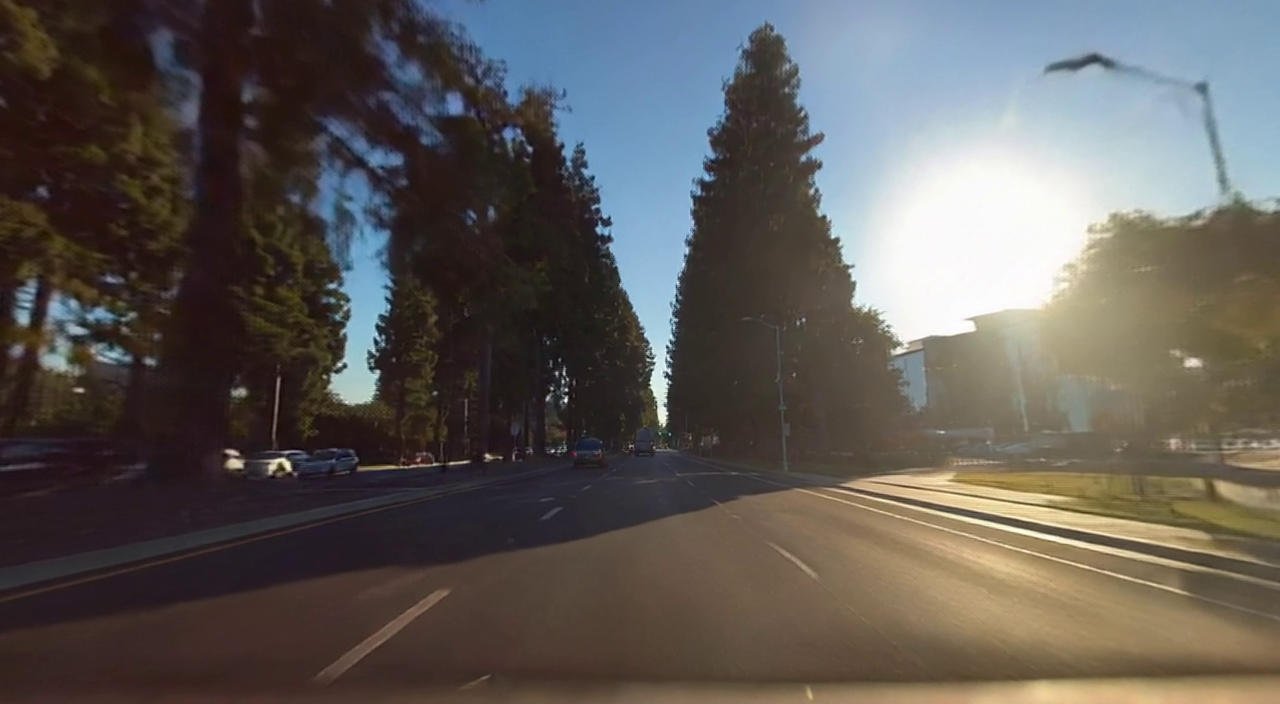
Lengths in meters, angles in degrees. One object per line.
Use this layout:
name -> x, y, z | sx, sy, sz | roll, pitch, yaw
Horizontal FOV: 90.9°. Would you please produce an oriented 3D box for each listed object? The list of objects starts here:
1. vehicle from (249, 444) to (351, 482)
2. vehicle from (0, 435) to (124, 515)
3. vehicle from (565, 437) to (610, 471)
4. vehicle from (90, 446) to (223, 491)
vehicle -> -16.704, 5.440, 31.338 | 2.225, 1.719, 4.915 | 0, -8, 2
vehicle -> -15.796, 3.019, 15.773 | 2.182, 1.790, 4.713 | 1, -9, -8
vehicle -> -3.185, 6.293, 39.099 | 2.255, 1.940, 4.822 | 0, -8, 1
vehicle -> -20.157, 4.842, 26.586 | 2.002, 1.691, 4.375 | 0, -8, 2
